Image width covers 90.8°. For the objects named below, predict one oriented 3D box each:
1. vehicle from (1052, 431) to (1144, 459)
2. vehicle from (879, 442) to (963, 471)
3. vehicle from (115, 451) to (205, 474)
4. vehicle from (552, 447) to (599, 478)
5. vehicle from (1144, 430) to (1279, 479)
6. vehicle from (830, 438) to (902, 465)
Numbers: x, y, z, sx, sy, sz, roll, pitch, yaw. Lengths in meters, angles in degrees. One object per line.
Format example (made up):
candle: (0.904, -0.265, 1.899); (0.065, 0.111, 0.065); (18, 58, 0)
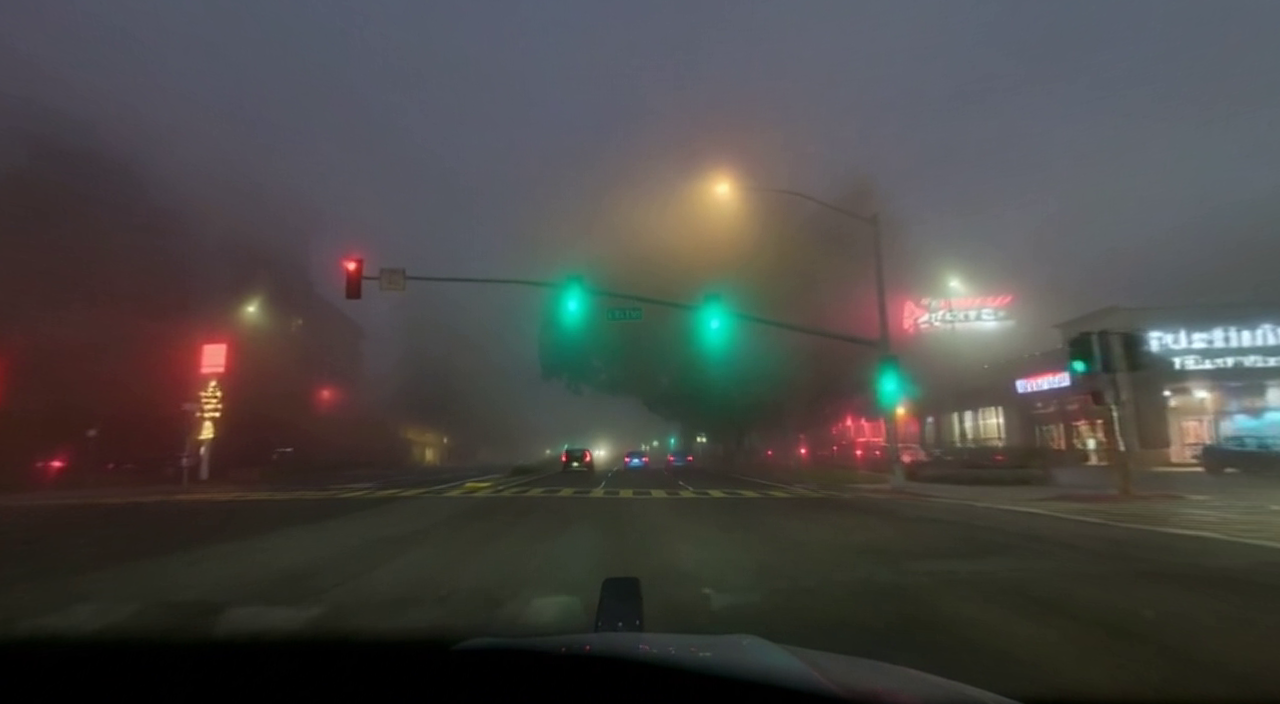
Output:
vehicle: (29.609, 6.087, 41.085); (2.053, 1.559, 5.138); (-2, -10, -1)
vehicle: (16.250, 5.993, 36.520); (4.673, 1.555, 2.010); (5, -10, -30)
vehicle: (-33.610, 7.728, 44.282); (4.544, 1.515, 2.218); (-1, -9, 3)
vehicle: (-3.466, 6.044, 34.900); (2.035, 1.564, 4.702); (0, -9, 1)
vehicle: (20.869, 3.601, 22.374); (1.967, 1.540, 4.966); (0, -9, 1)
vehicle: (16.535, 7.262, 46.207); (5.004, 1.893, 2.228); (5, -11, -33)
